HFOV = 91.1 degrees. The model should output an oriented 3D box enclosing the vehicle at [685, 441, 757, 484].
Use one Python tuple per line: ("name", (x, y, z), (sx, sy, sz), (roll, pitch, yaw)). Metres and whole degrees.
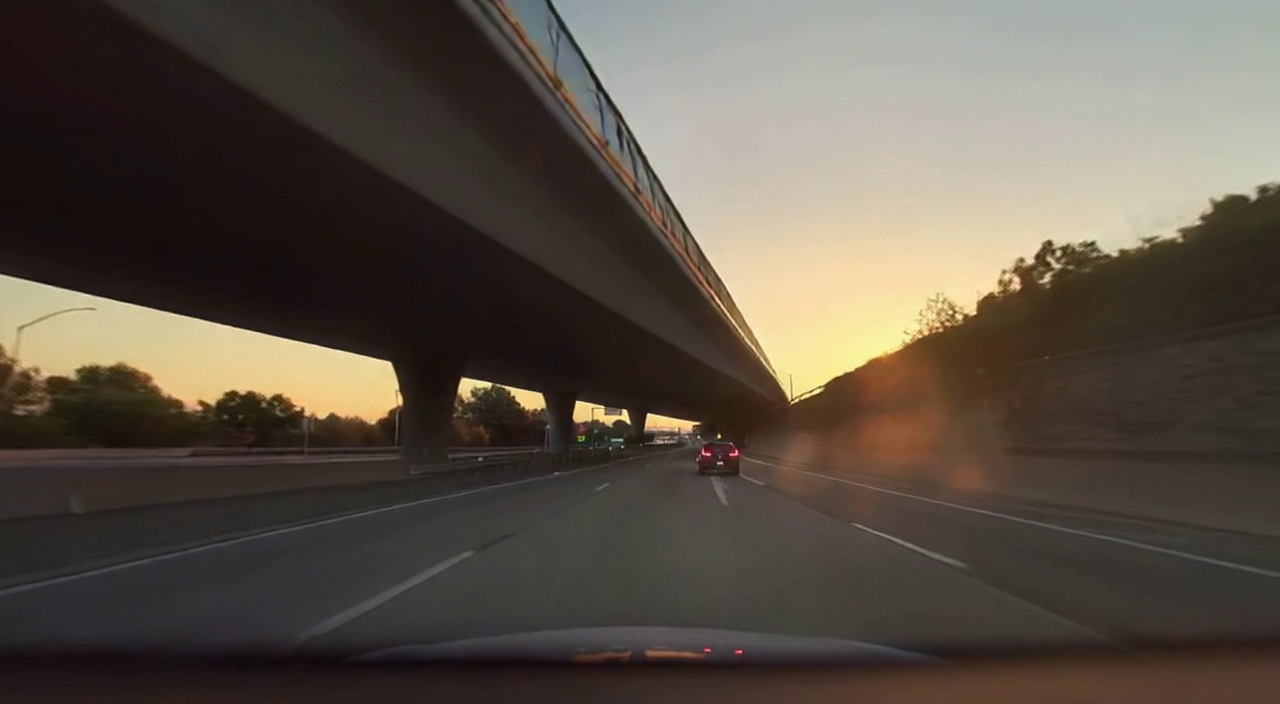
("vehicle", (2.850, 4.014, 23.163), (2.124, 1.405, 4.398), (0, -8, 1))
